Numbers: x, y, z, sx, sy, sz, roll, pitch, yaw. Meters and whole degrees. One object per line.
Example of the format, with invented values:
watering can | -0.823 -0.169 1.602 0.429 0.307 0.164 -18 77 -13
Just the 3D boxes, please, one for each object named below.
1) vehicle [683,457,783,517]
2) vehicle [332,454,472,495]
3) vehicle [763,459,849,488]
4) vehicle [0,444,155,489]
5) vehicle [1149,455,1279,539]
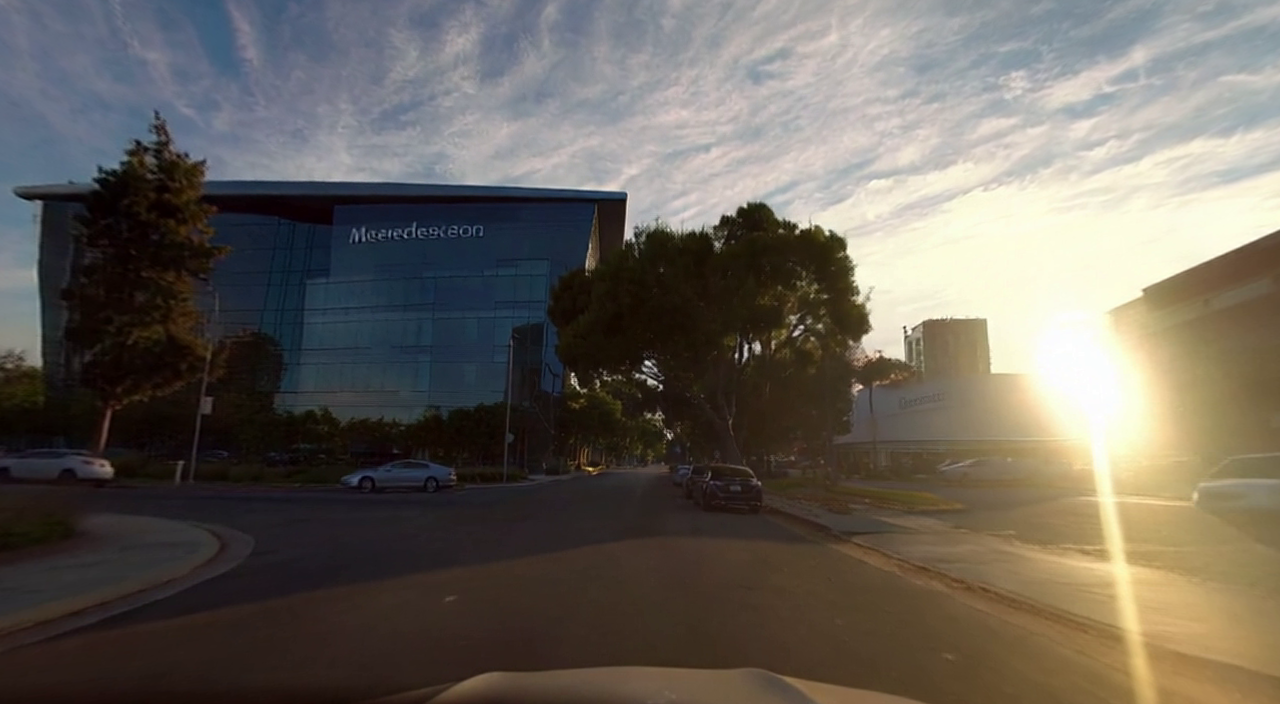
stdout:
vehicle | 2.425 3.707 17.524 2.073 1.434 3.899 1 -11 -2
vehicle | -9.458 4.913 25.312 4.770 1.448 1.983 9 -14 -39
vehicle | 10.268 7.573 39.225 4.782 1.698 1.882 1 -11 -3
vehicle | -20.229 4.085 22.467 4.118 1.482 1.889 1 -11 -3
vehicle | 15.178 3.335 14.427 4.824 1.728 2.246 0 -12 8
